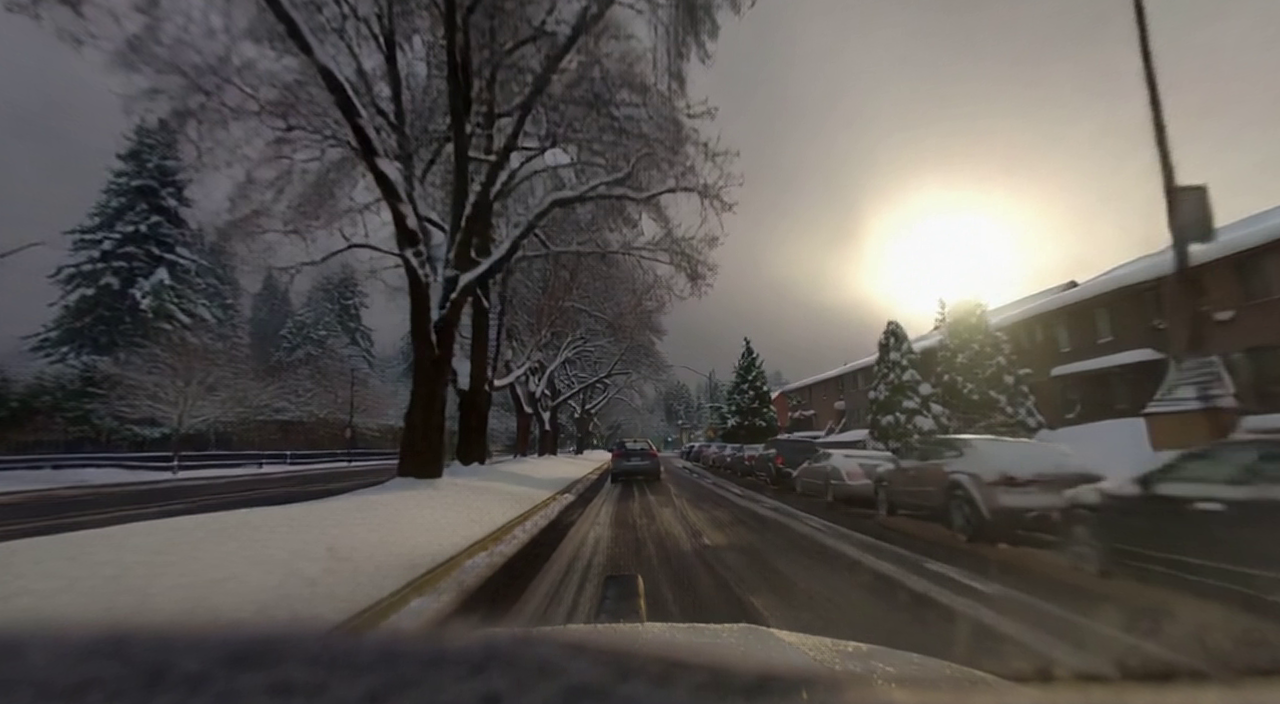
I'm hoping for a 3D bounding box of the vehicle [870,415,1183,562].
[{"bbox_3d":[5.878,2.117,10.630,1.994,1.853,4.924,0,-9,-2],"label":"vehicle"}]

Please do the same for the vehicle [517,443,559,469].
[{"bbox_3d":[-6.038,6.202,37.914,2.105,1.474,4.808,0,-9,-4],"label":"vehicle"}]

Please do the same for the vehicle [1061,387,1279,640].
[{"bbox_3d":[5.862,1.221,4.810,2.139,1.872,4.585,0,-9,1],"label":"vehicle"}]

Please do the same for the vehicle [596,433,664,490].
[{"bbox_3d":[-0.342,3.607,21.129,2.070,1.698,3.925,0,-9,-1],"label":"vehicle"}]

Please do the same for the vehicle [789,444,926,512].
[{"bbox_3d":[5.333,3.117,16.157,2.005,1.499,4.108,0,-9,0],"label":"vehicle"}]
